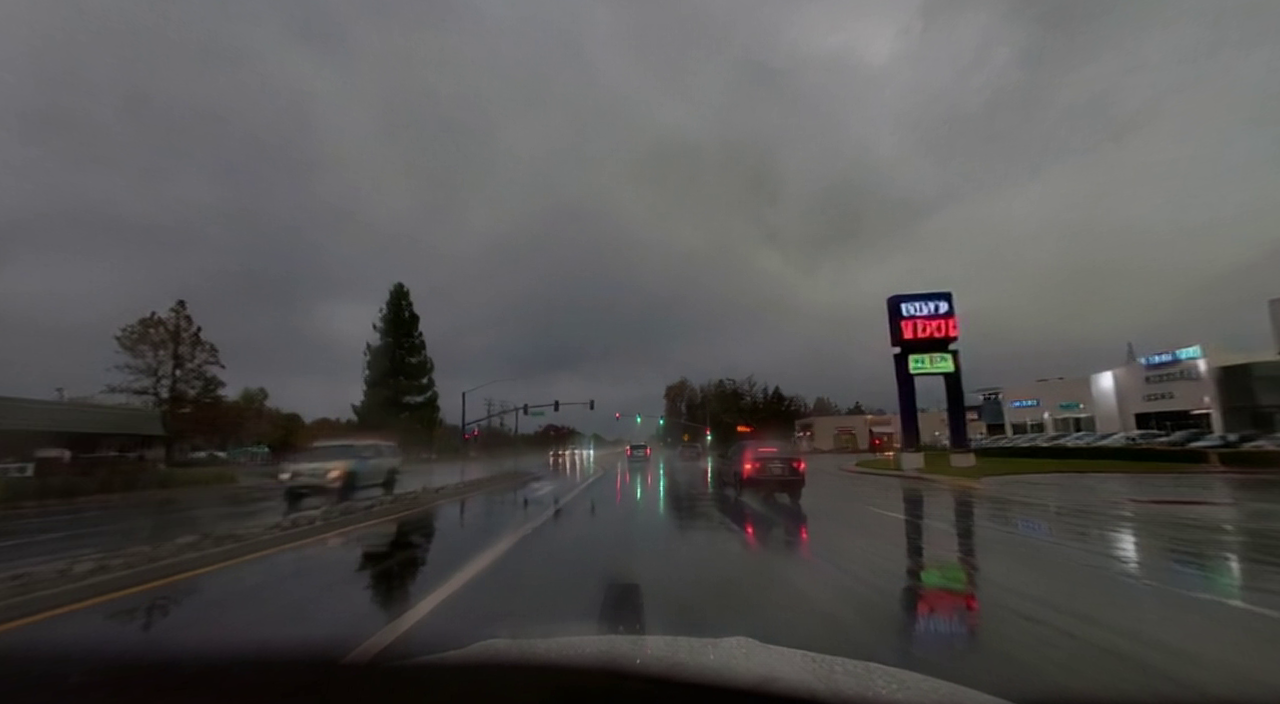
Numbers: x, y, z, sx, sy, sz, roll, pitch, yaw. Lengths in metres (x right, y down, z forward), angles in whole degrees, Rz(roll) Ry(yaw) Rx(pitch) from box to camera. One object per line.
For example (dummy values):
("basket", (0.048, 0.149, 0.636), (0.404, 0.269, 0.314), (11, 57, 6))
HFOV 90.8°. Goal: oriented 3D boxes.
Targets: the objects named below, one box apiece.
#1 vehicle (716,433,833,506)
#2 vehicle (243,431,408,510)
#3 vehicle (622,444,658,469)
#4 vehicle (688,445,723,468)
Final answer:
("vehicle", (3.348, 3.010, 16.684), (2.022, 1.643, 4.326), (0, -8, -1))
("vehicle", (-8.467, 3.202, 17.637), (2.142, 1.872, 4.689), (0, -8, 0))
("vehicle", (-0.014, 6.618, 40.192), (2.135, 1.468, 4.076), (0, -8, 0))
("vehicle", (4.335, 6.976, 42.474), (1.889, 1.473, 4.303), (0, -8, 0))
